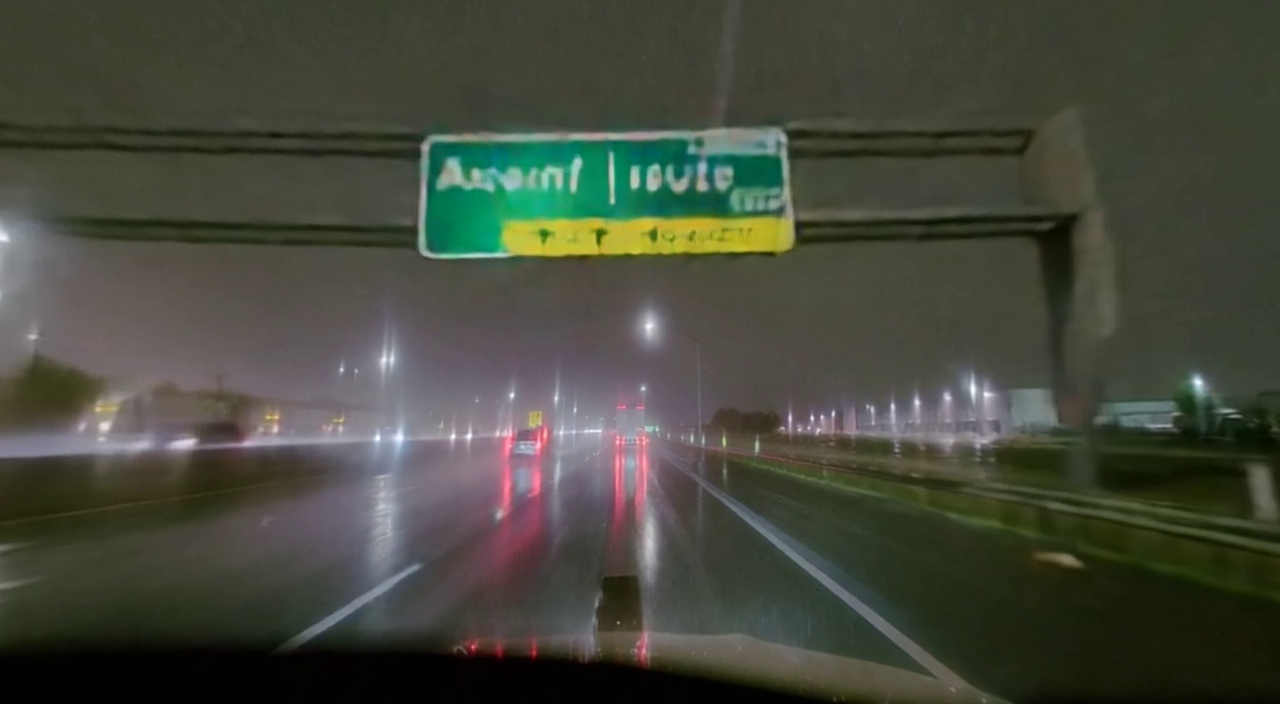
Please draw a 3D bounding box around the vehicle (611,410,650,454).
[{"bbox_3d":[-0.681,5.344,41.929,2.418,2.704,6.445,0,-8,-2],"label":"vehicle"}]

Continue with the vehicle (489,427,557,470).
[{"bbox_3d":[-4.504,3.748,24.760,1.932,1.544,3.864,0,-8,0],"label":"vehicle"}]

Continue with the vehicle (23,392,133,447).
[{"bbox_3d":[-41.691,5.100,46.906,3.085,3.843,5.439,1,-7,-2],"label":"vehicle"}]
